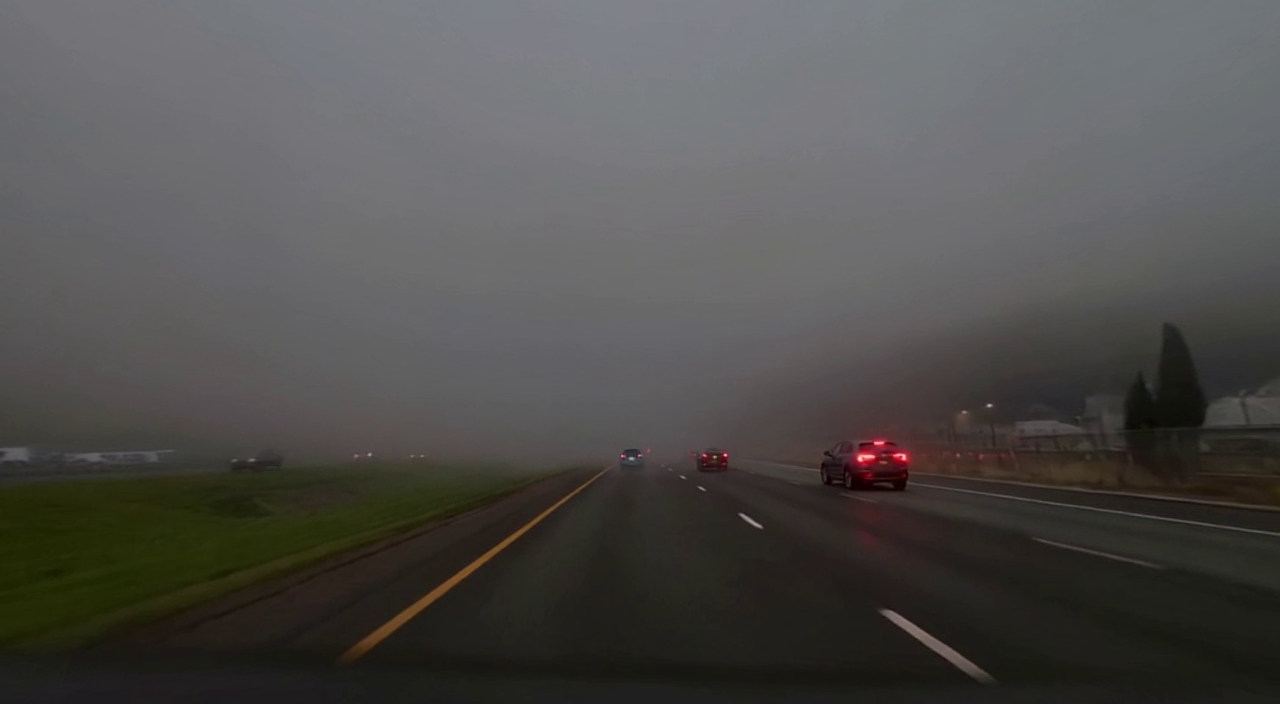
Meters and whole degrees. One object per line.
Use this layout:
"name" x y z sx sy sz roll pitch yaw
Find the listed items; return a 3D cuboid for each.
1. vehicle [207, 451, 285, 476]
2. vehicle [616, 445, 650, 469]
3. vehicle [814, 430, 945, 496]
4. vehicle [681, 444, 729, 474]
"vehicle" -24.867 7.025 40.068 1.879 1.468 4.713 0 -8 1
"vehicle" -0.433 6.812 41.232 2.085 1.449 3.860 0 -8 0
"vehicle" 7.242 3.398 19.738 2.114 1.800 4.779 0 -8 -1
"vehicle" 3.403 5.705 33.871 1.978 1.488 4.252 0 -8 -1
